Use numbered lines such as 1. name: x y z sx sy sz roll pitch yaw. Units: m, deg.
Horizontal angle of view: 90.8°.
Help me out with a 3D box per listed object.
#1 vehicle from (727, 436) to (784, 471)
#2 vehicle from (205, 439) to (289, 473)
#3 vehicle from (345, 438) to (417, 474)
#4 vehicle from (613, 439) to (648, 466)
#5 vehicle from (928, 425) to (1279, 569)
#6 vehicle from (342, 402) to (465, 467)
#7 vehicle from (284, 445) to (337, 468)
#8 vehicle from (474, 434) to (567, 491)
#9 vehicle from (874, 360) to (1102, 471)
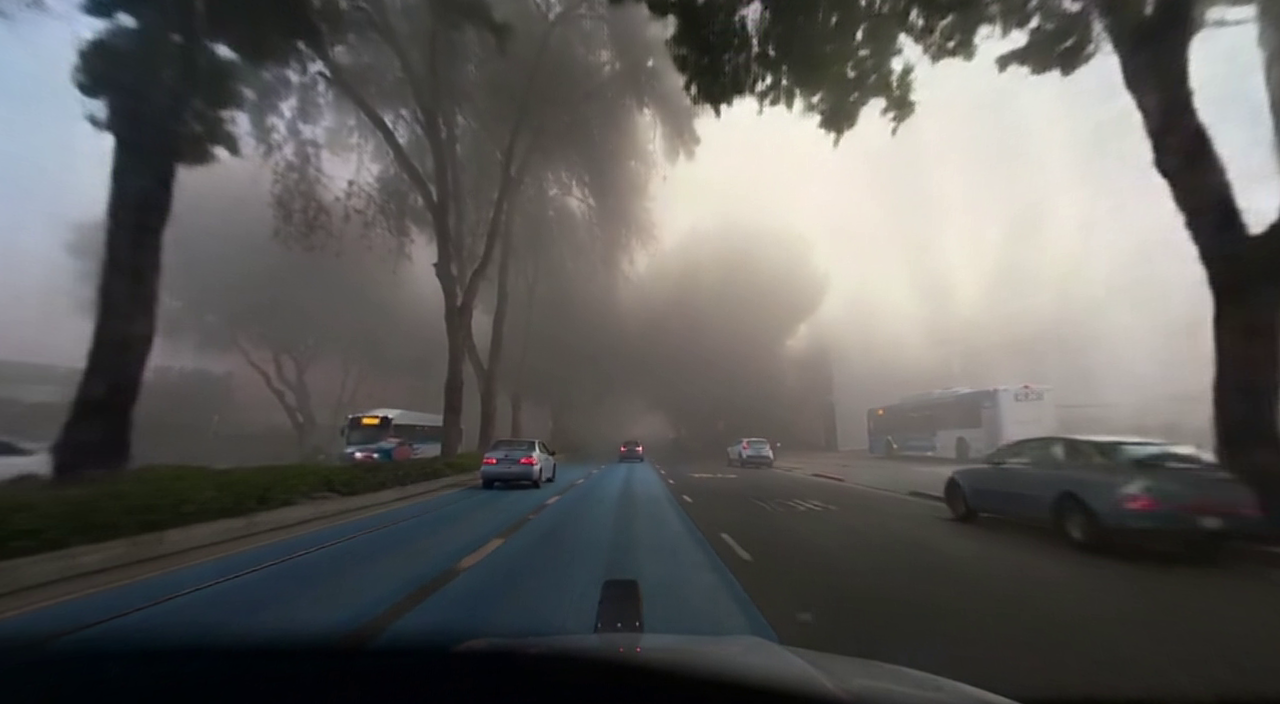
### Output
1. vehicle: 6.410 5.695 35.860 2.206 1.803 5.753 0 -8 1
2. vehicle: -22.223 5.872 35.966 2.051 1.761 4.345 0 -8 -2
3. vehicle: -12.035 4.848 29.633 1.797 1.532 3.869 0 -8 -1
4. vehicle: -0.510 5.993 37.766 1.999 1.520 3.896 0 -8 0
5. vehicle: 6.314 1.924 9.194 2.130 1.584 4.181 0 -8 -2
6. vehicle: -15.542 5.752 43.371 3.303 3.710 13.912 0 -8 -1
7. vehicle: -22.125 7.032 42.585 1.655 1.455 3.653 0 -9 -2
8. vehicle: -3.456 3.293 19.161 1.934 1.522 4.287 0 -8 1
9. vehicle: 17.749 3.780 34.976 3.225 4.571 16.558 -3 -8 0
